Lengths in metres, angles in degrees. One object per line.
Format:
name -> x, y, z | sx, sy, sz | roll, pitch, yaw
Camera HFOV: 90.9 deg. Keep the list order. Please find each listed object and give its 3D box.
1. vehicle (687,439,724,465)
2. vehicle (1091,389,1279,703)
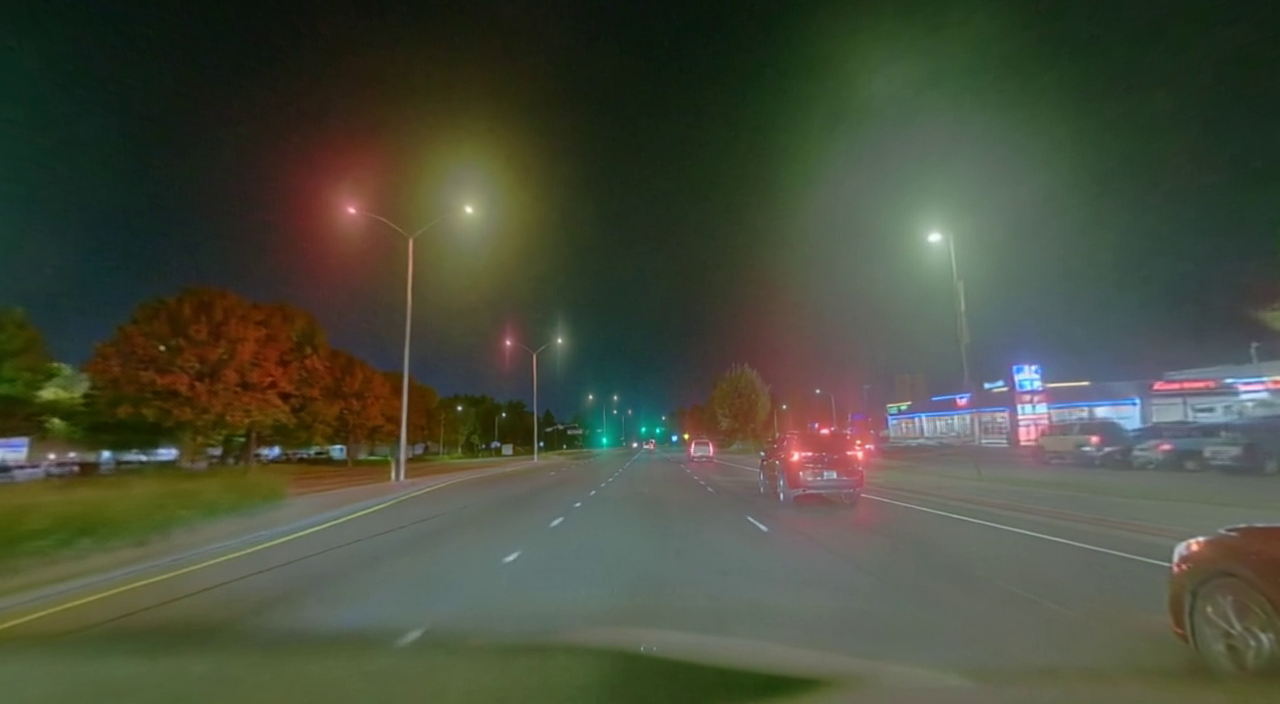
vehicle -> 4.346, 6.729, 42.553 | 2.007, 1.683, 4.171 | 0, -8, -1
vehicle -> 3.529, 0.708, 1.108 | 1.995, 1.528, 4.732 | 0, -8, 1
